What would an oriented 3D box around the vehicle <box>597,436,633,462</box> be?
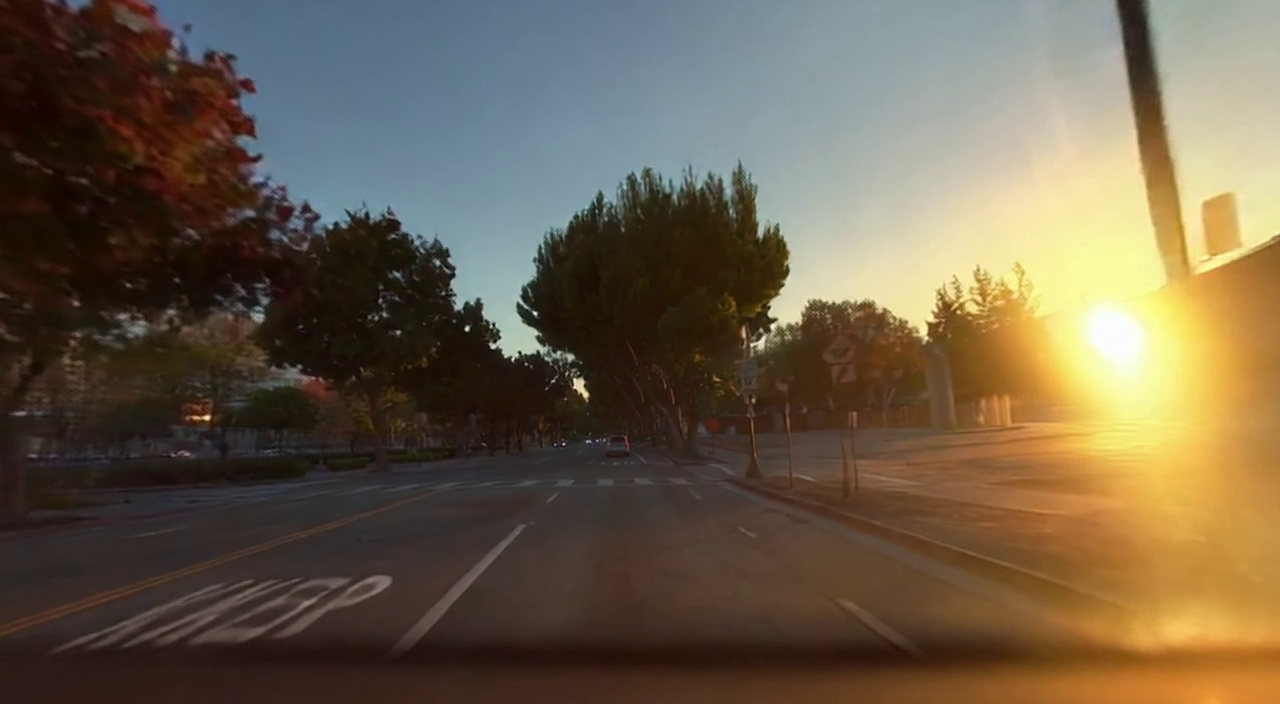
[{"bbox_3d":[-1.552,5.915,38.907,2.131,1.474,4.146,0,-8,-2],"label":"vehicle"}]
